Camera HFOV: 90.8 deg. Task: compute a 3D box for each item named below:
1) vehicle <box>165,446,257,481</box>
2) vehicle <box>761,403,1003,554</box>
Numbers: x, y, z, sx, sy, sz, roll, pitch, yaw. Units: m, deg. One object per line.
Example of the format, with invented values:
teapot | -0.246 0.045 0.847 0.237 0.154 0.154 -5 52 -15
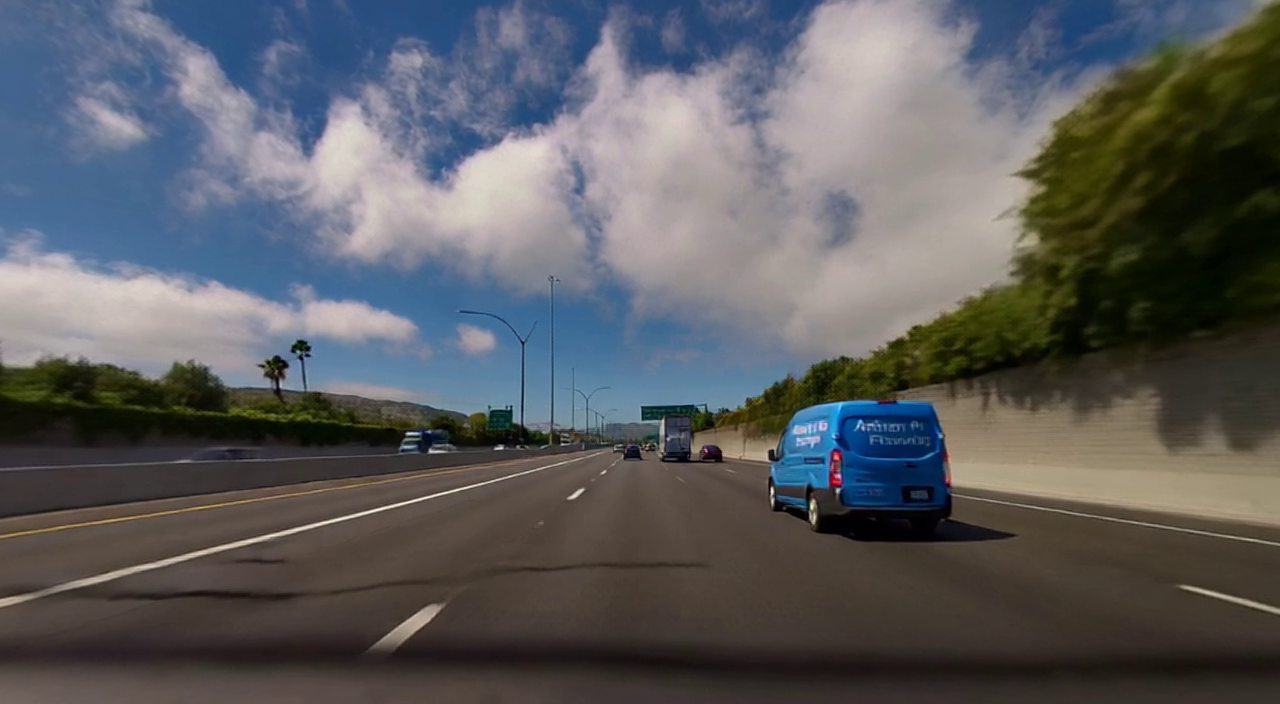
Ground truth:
vehicle | -17.805 4.606 26.411 1.479 1.355 3.347 0 -9 0
vehicle | 3.604 2.009 10.657 2.035 1.931 4.841 0 -9 -1
